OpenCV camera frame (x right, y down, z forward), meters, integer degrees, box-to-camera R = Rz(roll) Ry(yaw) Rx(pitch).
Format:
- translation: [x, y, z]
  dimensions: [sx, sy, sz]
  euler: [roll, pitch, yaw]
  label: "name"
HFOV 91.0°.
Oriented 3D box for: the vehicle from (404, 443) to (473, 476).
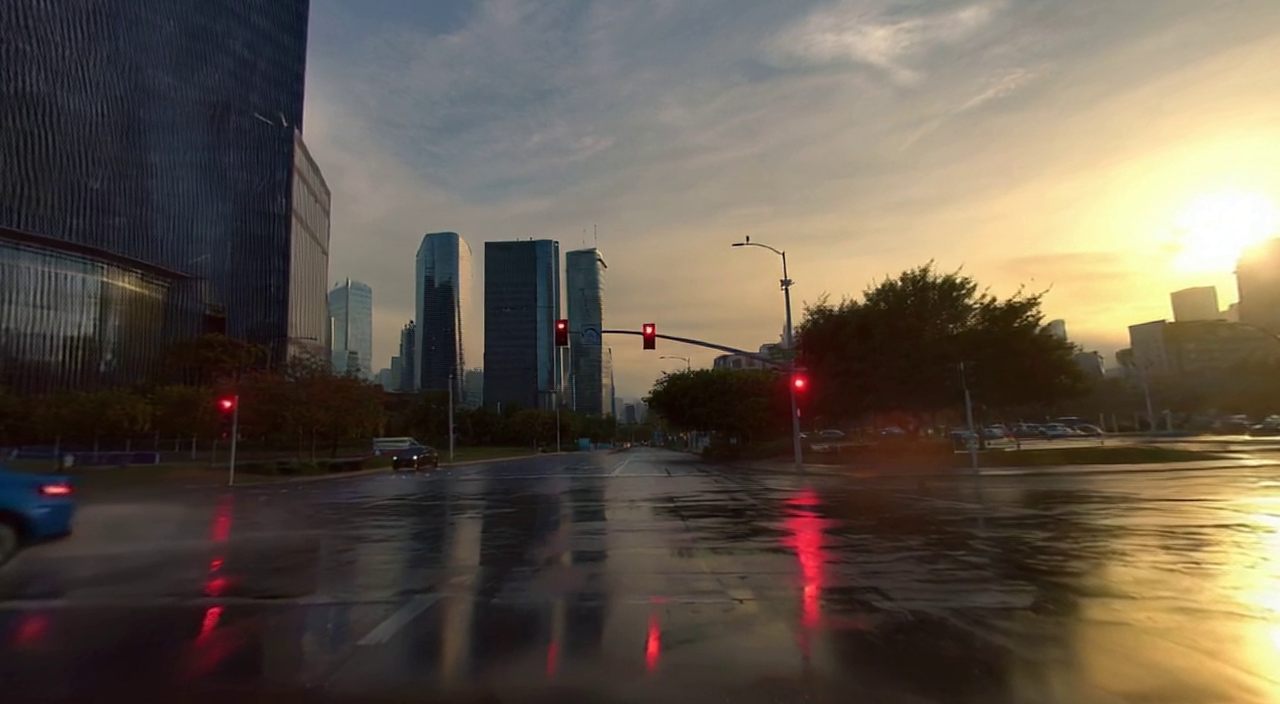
- translation: [-11.575, 6.217, 36.582]
  dimensions: [2.069, 1.771, 4.947]
  euler: [0, -9, 3]
  label: "vehicle"
